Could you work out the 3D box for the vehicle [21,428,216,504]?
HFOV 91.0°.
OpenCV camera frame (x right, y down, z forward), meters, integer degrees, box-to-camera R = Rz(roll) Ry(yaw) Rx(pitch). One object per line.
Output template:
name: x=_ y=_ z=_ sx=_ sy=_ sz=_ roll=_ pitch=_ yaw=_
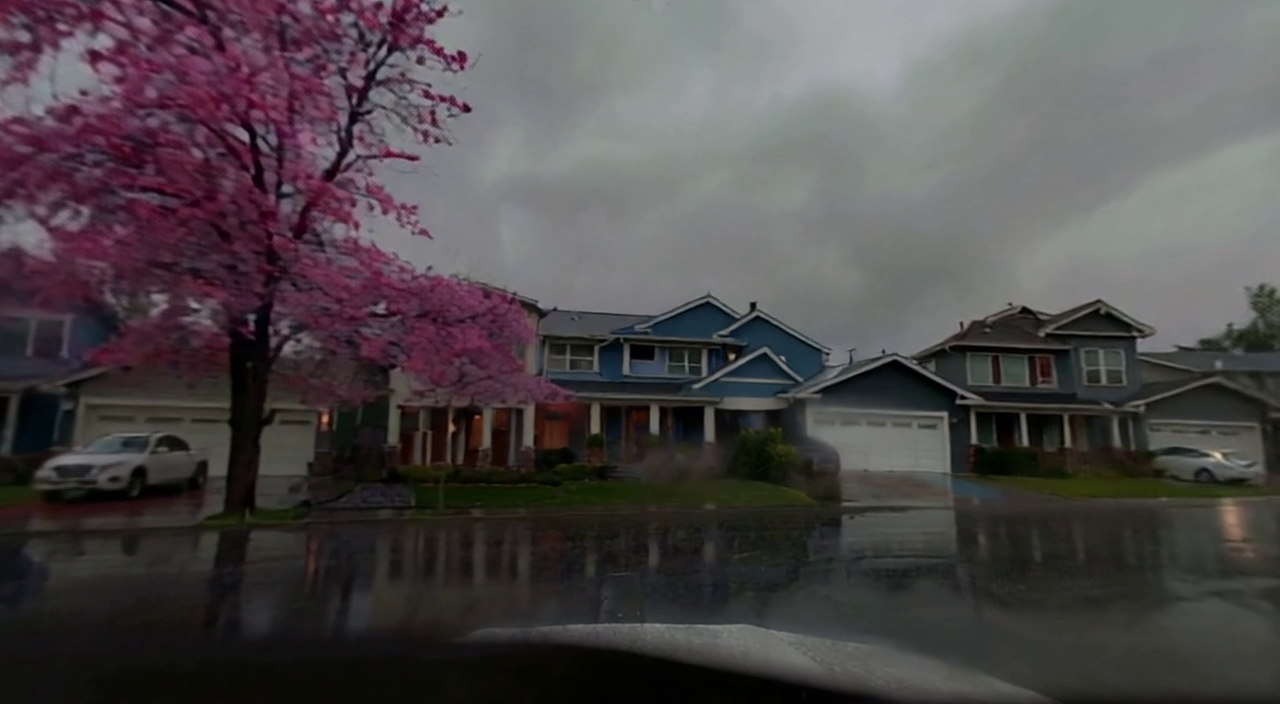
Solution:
vehicle: x=-11.993 y=2.623 z=14.928 sx=1.968 sy=1.491 sz=4.486 roll=3 pitch=-9 yaw=-18
